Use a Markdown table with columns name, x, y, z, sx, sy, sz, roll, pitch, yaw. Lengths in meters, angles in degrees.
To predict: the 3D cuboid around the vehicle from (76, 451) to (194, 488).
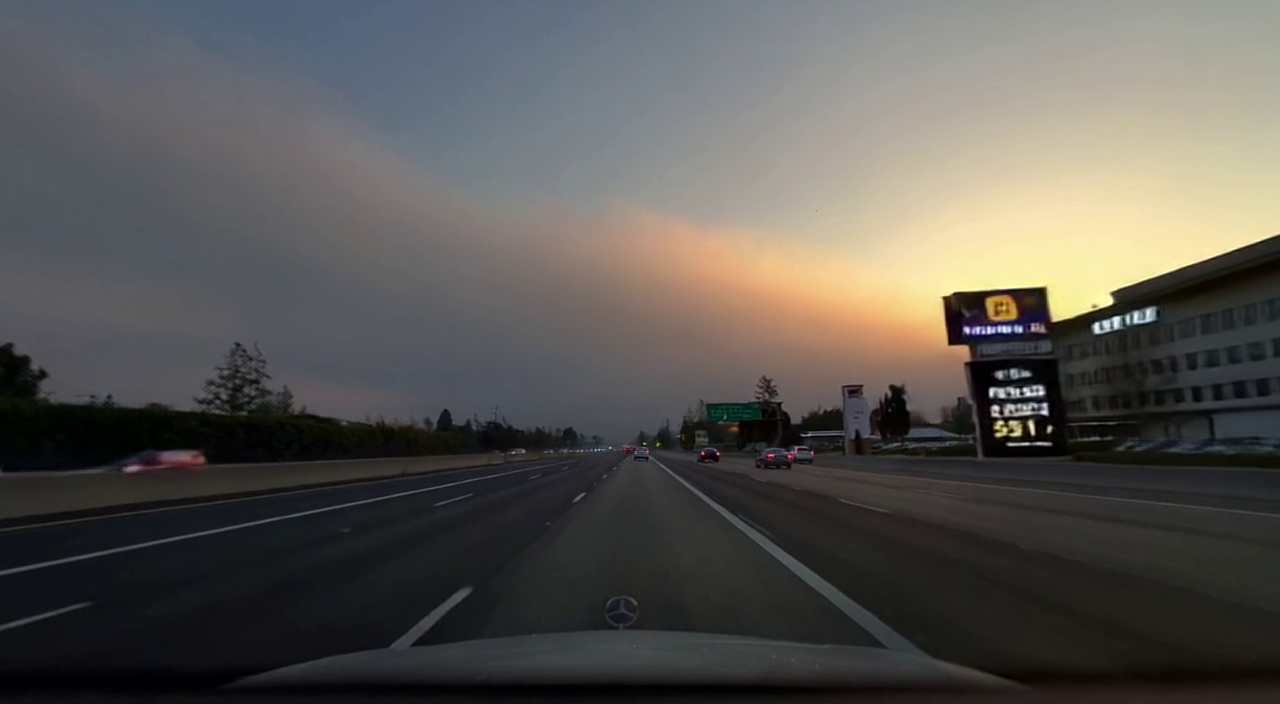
| name | x | y | z | sx | sy | sz | roll | pitch | yaw |
| --- | --- | --- | --- | --- | --- | --- | --- | --- | --- |
| vehicle | -26.065 | 6.049 | 32.893 | 2.111 | 1.702 | 5.024 | 0 | -8 | -2 |

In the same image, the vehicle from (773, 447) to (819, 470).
| name | x | y | z | sx | sy | sz | roll | pitch | yaw |
| --- | --- | --- | --- | --- | --- | --- | --- | --- | --- |
| vehicle | 10.694 | 7.290 | 43.584 | 1.953 | 1.473 | 4.512 | 0 | -8 | -1 |
